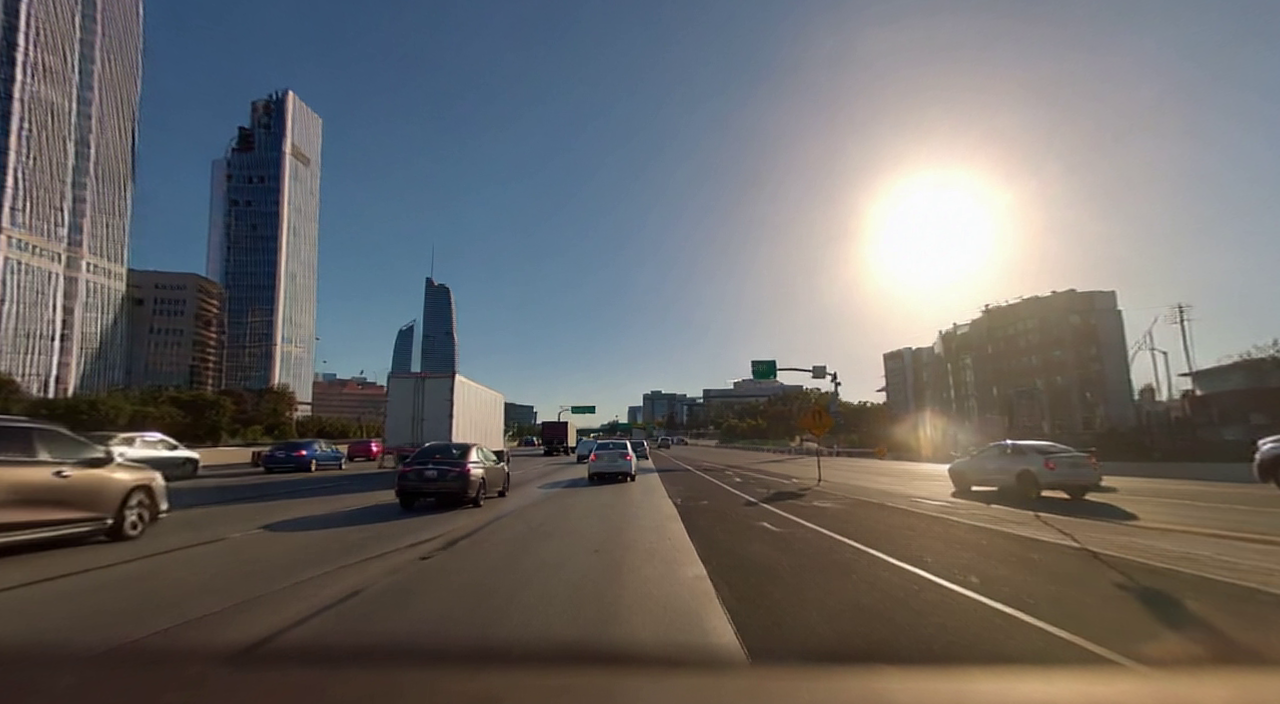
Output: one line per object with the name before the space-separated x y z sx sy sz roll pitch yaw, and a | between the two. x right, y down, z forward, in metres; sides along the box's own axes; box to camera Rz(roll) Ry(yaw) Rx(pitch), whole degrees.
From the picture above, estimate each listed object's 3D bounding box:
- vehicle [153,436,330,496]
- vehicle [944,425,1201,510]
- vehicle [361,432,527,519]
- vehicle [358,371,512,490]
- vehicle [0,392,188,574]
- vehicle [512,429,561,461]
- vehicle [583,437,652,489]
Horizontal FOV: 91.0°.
vehicle | -11.111 3.194 18.101 1.987 1.495 4.710 0 -8 0
vehicle | 11.694 3.139 17.744 2.415 1.972 5.572 2 -9 -15
vehicle | -3.818 2.482 13.204 2.016 1.497 4.235 0 -8 2
vehicle | -6.668 2.822 22.093 2.955 3.359 8.322 0 -8 -3
vehicle | -7.563 1.343 6.489 2.190 1.821 4.800 0 -8 0
vehicle | -6.994 6.353 43.040 2.339 2.059 5.359 0 -8 1
vehicle | -0.641 3.492 20.150 1.991 1.488 3.922 0 -8 0
